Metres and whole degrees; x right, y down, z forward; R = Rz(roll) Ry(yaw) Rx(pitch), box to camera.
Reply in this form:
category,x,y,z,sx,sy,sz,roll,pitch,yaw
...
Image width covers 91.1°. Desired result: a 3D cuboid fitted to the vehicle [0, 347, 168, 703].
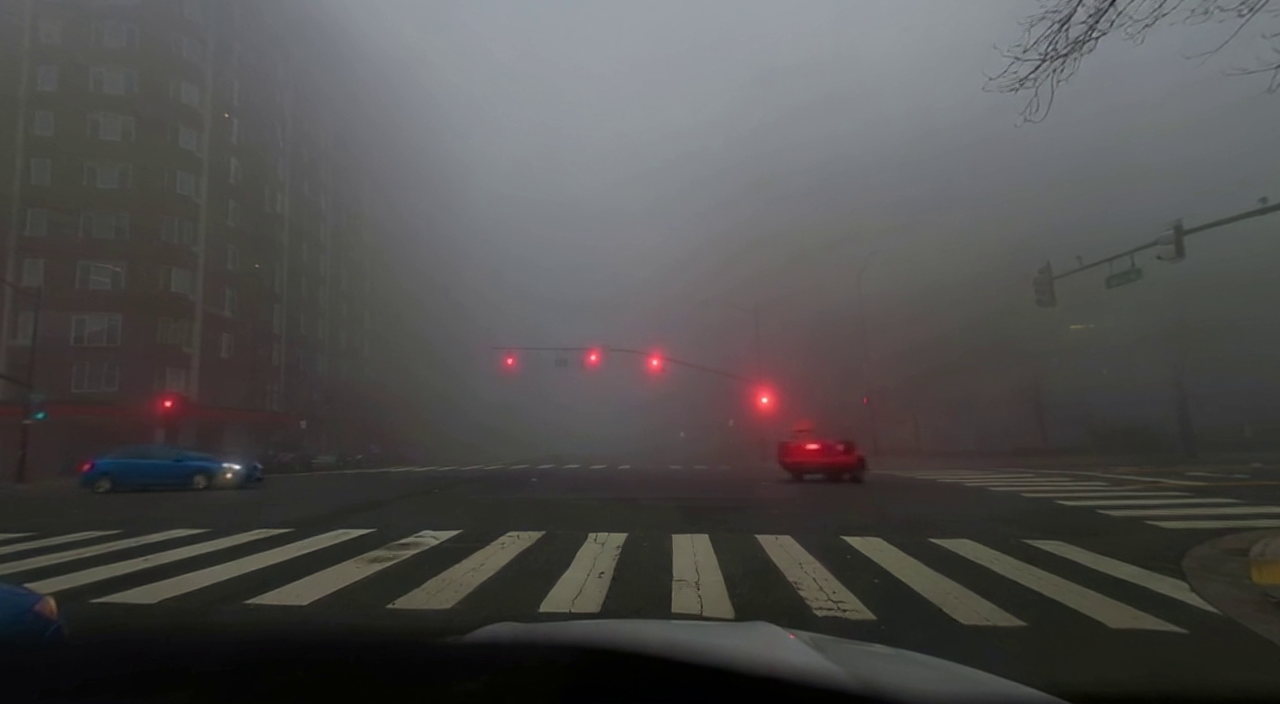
category,x,y,z,sx,sy,sz,roll,pitch,yaw
vehicle,-3.633,0.614,1.050,2.109,1.692,4.587,0,-8,0

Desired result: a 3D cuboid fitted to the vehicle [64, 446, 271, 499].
category,x,y,z,sx,sy,sz,roll,pitch,yaw
vehicle,-13.790,3.513,18.518,4.551,1.454,1.941,0,-8,2
